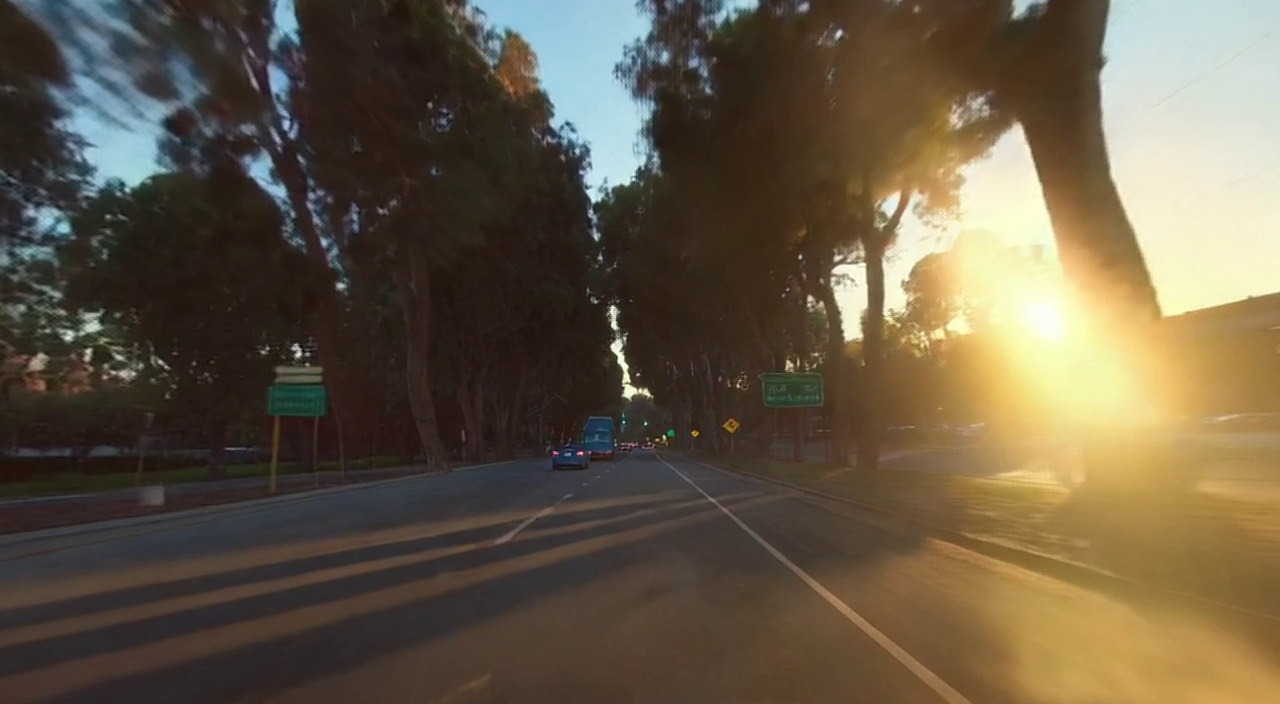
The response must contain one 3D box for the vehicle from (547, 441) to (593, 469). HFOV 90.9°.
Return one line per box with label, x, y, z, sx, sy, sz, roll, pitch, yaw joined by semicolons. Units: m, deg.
vehicle;-3.831;5.699;35.218;2.005;1.462;4.345;0;-8;1
